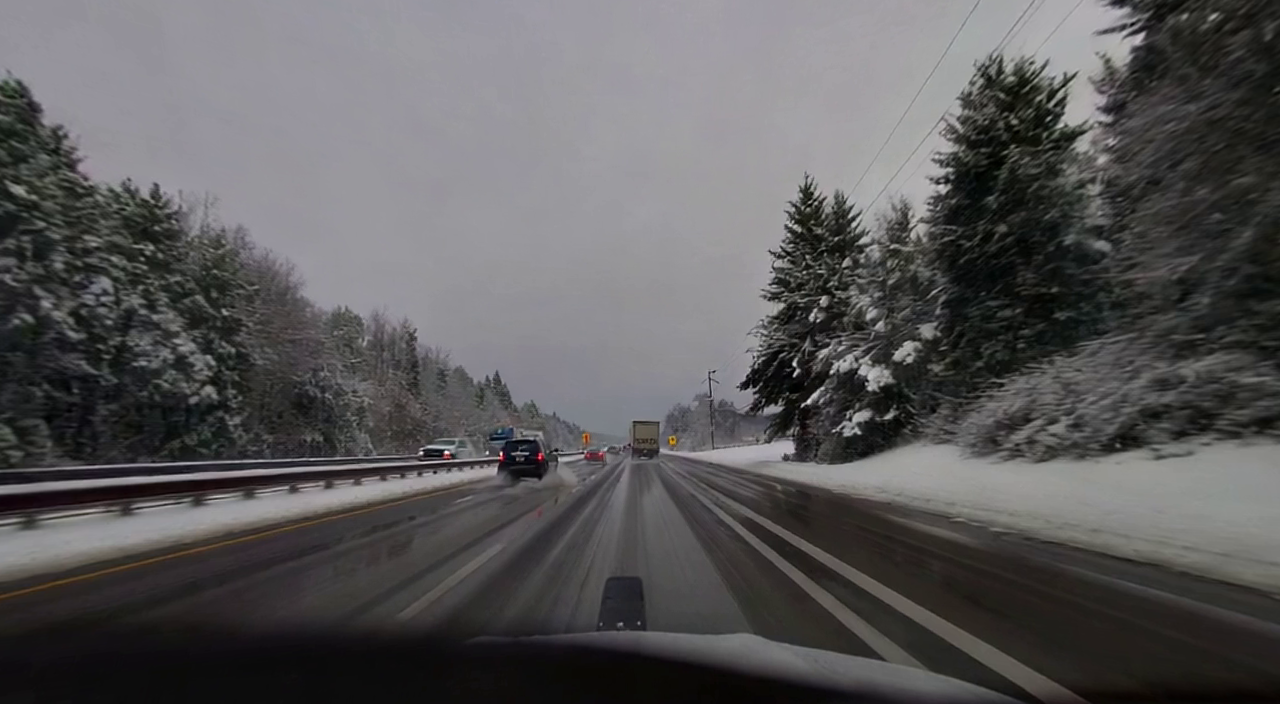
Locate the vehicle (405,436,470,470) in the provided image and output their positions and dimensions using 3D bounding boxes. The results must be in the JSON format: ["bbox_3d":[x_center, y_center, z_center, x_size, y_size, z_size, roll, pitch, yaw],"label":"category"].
[{"bbox_3d":[-11.872,5.937,37.342,2.165,1.856,5.016,0,-9,0],"label":"vehicle"}]

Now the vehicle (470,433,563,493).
[{"bbox_3d":[-3.869,3.569,20.523,2.111,1.735,4.066,0,-9,1],"label":"vehicle"}]
